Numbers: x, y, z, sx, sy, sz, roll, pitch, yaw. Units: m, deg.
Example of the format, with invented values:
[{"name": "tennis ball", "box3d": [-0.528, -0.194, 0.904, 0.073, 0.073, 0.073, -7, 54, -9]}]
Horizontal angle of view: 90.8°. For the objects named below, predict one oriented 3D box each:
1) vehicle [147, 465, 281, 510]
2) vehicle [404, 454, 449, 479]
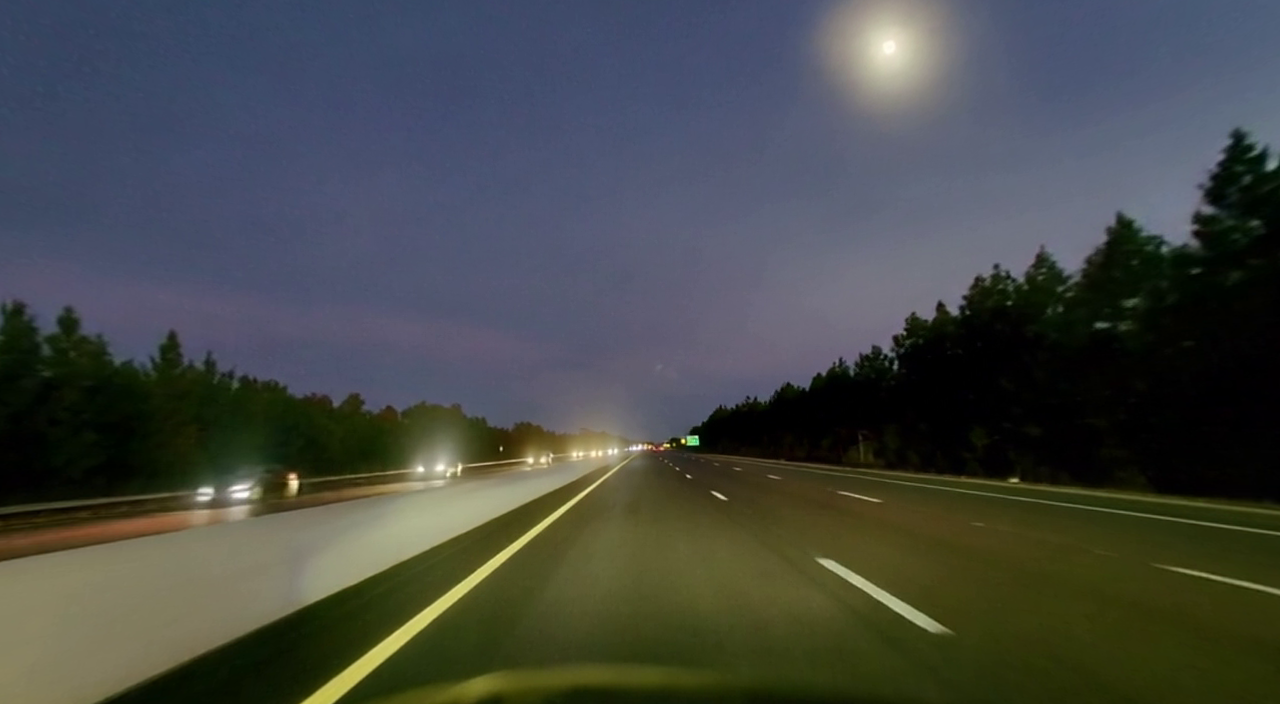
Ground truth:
[{"name": "vehicle", "box3d": [-17.568, 5.588, 26.419, 1.986, 1.523, 5.088, -1, -9, 1]}, {"name": "vehicle", "box3d": [-16.749, 8.965, 49.709, 1.978, 1.817, 4.338, 0, -9, 1]}]
